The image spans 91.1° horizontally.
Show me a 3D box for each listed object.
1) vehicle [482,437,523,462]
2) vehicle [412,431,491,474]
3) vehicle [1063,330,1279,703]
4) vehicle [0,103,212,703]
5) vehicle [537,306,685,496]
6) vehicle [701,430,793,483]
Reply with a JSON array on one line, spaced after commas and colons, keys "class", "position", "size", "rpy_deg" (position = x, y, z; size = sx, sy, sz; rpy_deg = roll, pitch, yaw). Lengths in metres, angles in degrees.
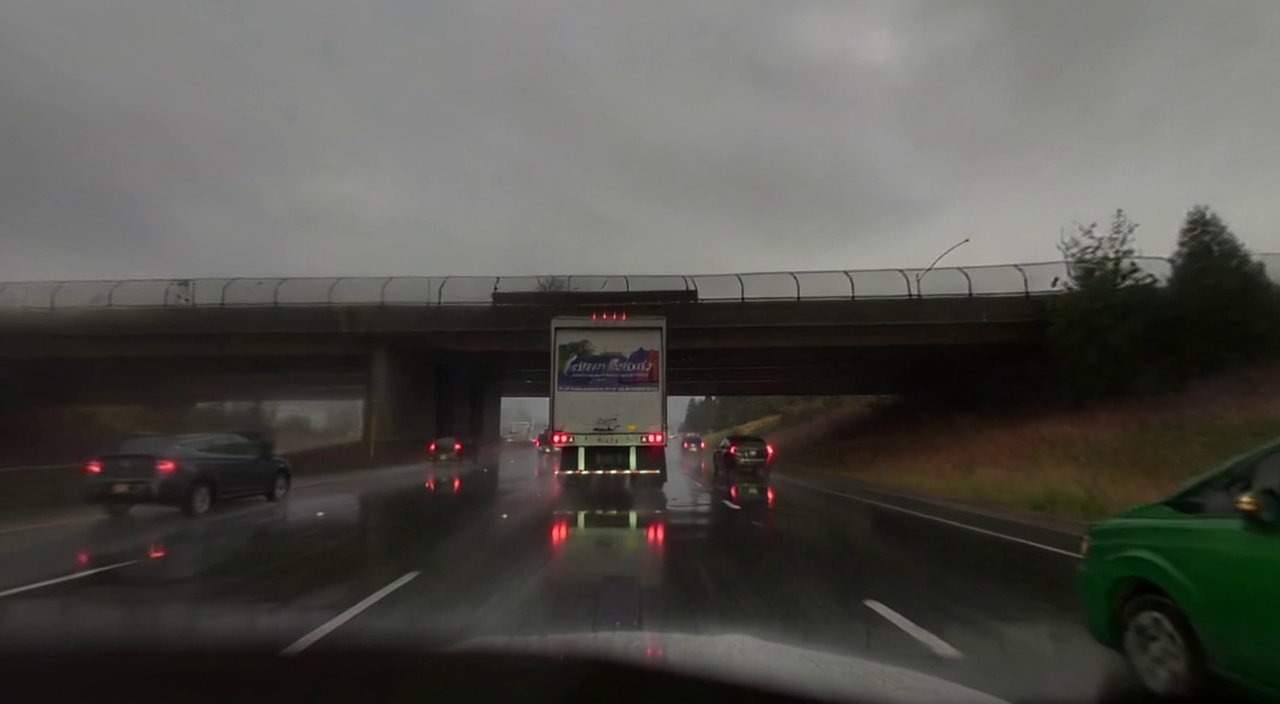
[{"class": "vehicle", "position": [-8.865, 6.309, 40.857], "size": [1.845, 1.488, 3.656], "rpy_deg": [0, -8, 0]}, {"class": "vehicle", "position": [-8.051, 4.332, 27.373], "size": [2.057, 1.698, 4.550], "rpy_deg": [0, -8, -1]}, {"class": "vehicle", "position": [3.688, 0.602, 1.545], "size": [2.118, 1.647, 4.400], "rpy_deg": [0, -8, -2]}, {"class": "vehicle", "position": [-3.714, 0.142, 0.648], "size": [2.660, 2.637, 5.634], "rpy_deg": [0, -8, -2]}, {"class": "vehicle", "position": [-0.837, 1.622, 17.527], "size": [2.911, 3.787, 9.905], "rpy_deg": [0, -8, -3]}, {"class": "vehicle", "position": [3.363, 3.357, 20.673], "size": [2.003, 1.519, 4.580], "rpy_deg": [0, -8, -3]}]
